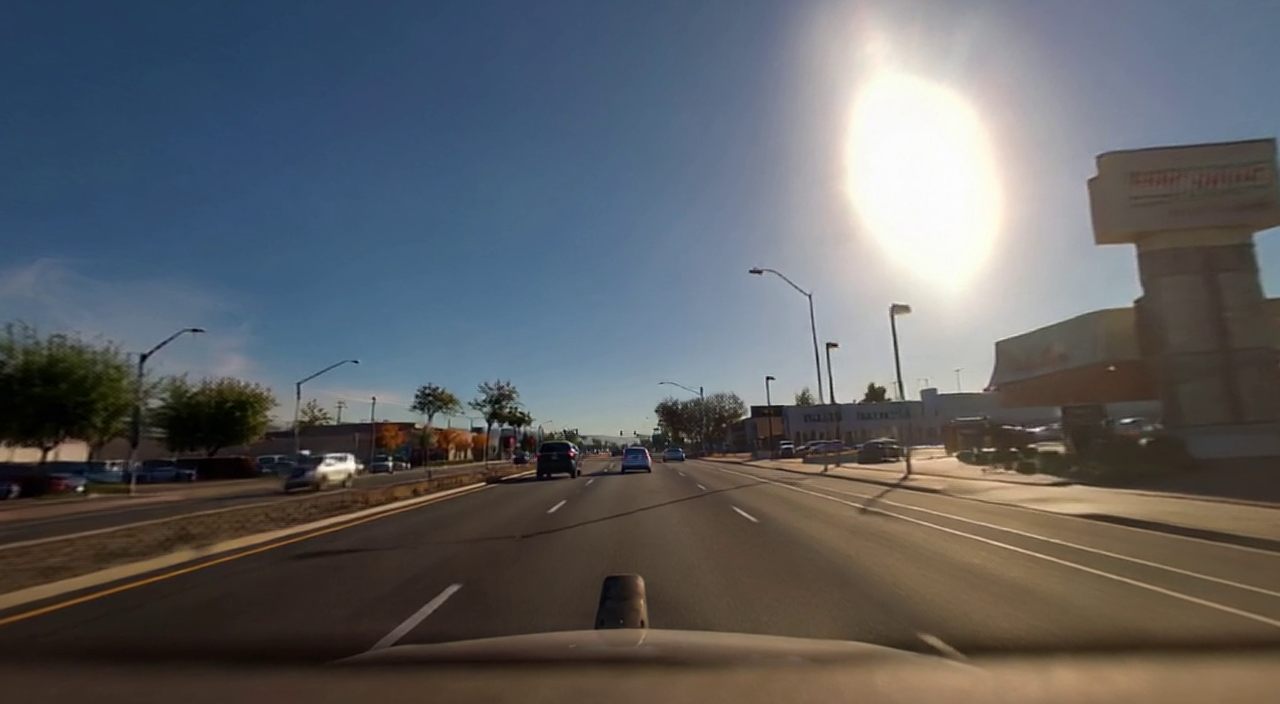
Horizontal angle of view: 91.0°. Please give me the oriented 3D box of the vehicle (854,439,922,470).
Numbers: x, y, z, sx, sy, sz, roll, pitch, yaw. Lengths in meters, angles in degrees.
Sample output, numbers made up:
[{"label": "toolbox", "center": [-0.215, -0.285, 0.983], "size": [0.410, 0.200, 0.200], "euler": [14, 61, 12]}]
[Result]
[{"label": "vehicle", "center": [13.264, 5.505, 33.992], "size": [1.914, 1.523, 4.747], "euler": [0, -9, 2]}]

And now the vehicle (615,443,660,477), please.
[{"label": "vehicle", "center": [-0.124, 5.115, 30.024], "size": [2.019, 1.459, 4.005], "euler": [0, -9, 0]}]

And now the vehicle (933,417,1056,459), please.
[{"label": "vehicle", "center": [19.902, 4.917, 35.648], "size": [5.511, 2.262, 2.351], "euler": [-2, -9, 14]}]

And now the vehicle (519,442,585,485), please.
[{"label": "vehicle", "center": [-3.325, 4.322, 24.669], "size": [1.939, 1.496, 4.309], "euler": [0, -9, 0]}]
